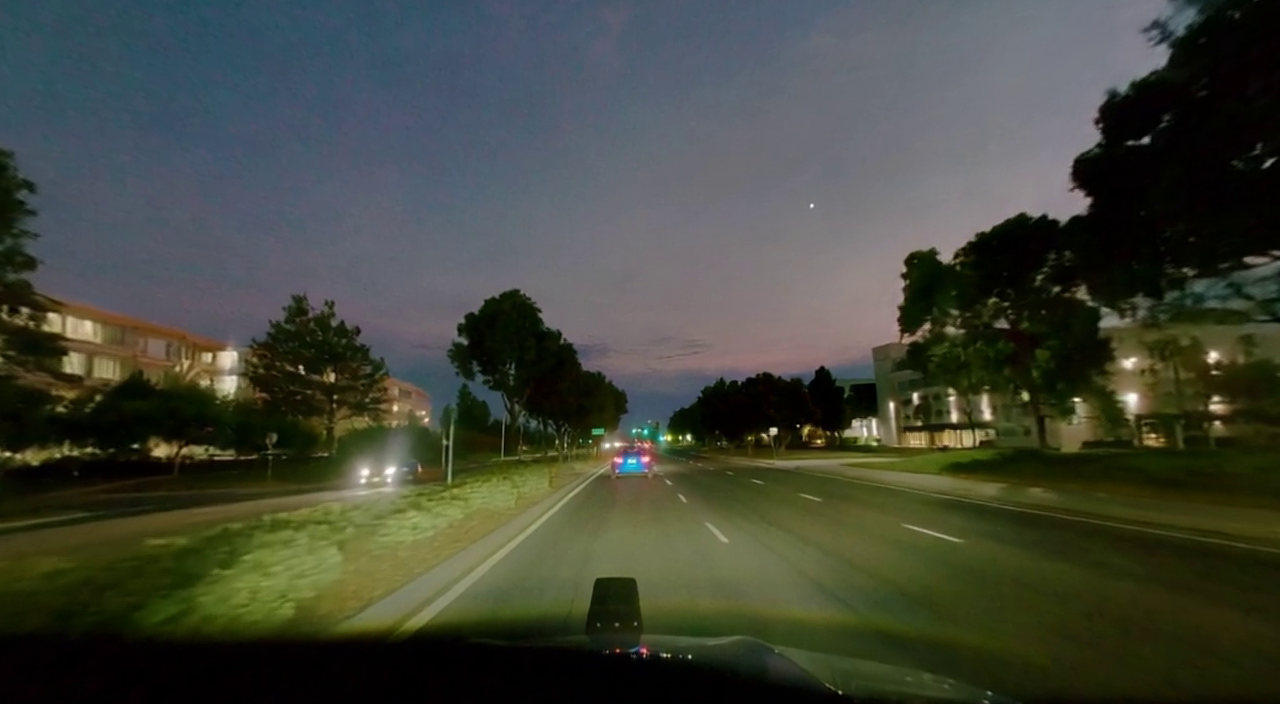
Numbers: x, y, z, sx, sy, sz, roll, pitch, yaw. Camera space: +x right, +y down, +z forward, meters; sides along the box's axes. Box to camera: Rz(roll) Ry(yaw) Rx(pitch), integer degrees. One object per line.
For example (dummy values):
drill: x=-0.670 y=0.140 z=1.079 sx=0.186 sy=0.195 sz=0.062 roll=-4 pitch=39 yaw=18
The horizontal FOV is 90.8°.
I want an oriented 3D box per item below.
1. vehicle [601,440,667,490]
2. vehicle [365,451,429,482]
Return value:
vehicle: x=-0.206 y=3.819 z=21.728 sx=2.042 sy=1.479 sz=4.601 roll=0 pitch=-8 yaw=-1
vehicle: x=-14.683 y=6.916 z=38.449 sx=2.019 sy=1.681 sz=4.548 roll=-1 pitch=-9 yaw=1
